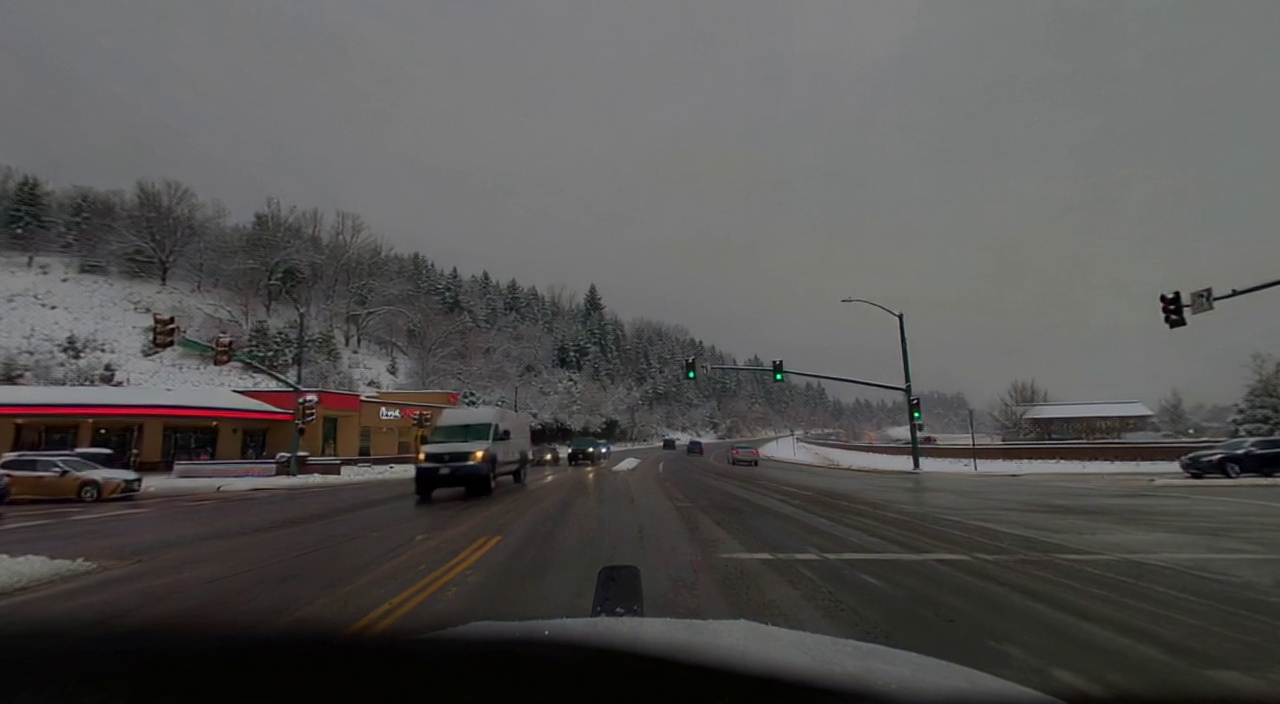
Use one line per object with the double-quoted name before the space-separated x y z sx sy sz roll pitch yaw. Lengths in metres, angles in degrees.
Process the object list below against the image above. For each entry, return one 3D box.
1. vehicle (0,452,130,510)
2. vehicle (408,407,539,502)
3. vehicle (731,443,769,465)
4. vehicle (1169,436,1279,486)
"vehicle" -19.786 4.173 20.555 4.440 1.748 2.033 0 -9 1
"vehicle" -4.409 2.831 17.710 2.196 2.264 5.206 0 -8 1
"vehicle" 8.492 7.903 48.933 1.911 1.594 4.378 0 -9 -3
"vehicle" 25.070 4.468 26.041 4.546 1.944 2.051 1 -9 -5
